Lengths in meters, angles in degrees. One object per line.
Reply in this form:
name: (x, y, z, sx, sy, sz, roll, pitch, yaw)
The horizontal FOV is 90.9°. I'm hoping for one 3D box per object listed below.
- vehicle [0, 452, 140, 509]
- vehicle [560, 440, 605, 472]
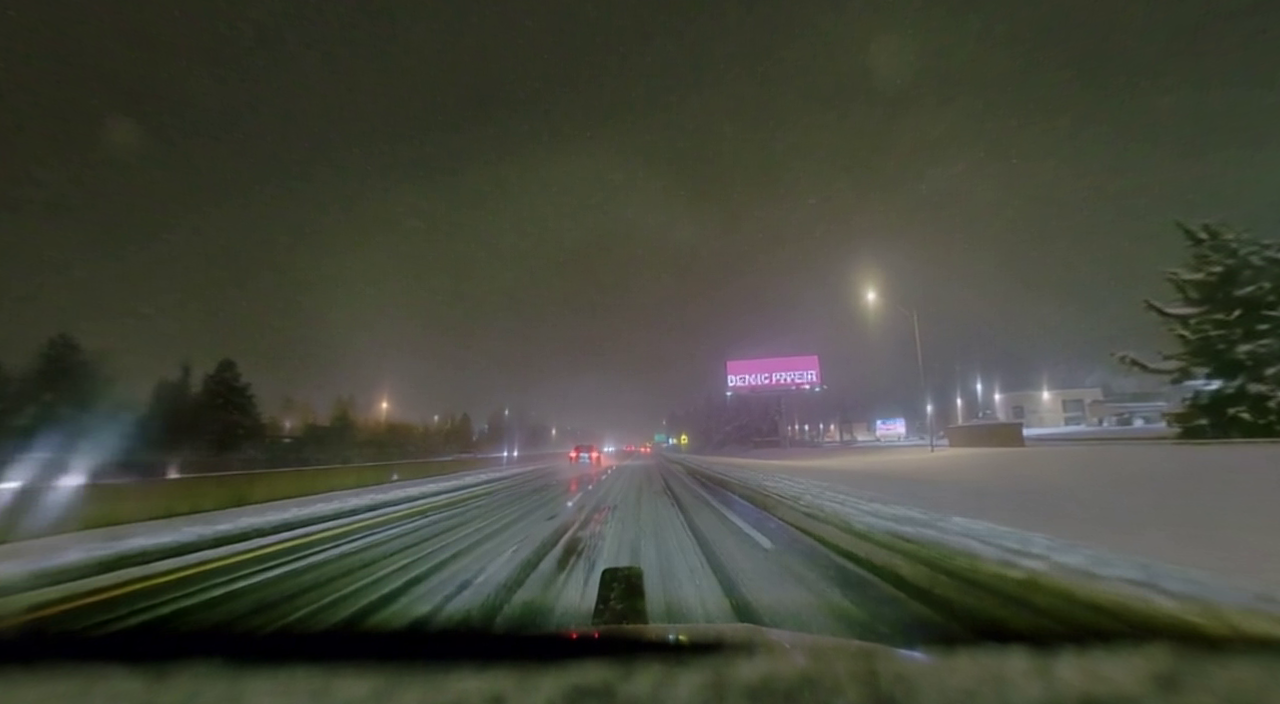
vehicle: (-17.191, 3.741, 18.732, 1.629, 1.476, 3.605, -1, -9, 0)
vehicle: (-3.403, 6.287, 38.382, 2.159, 1.793, 5.027, -1, -9, 1)
